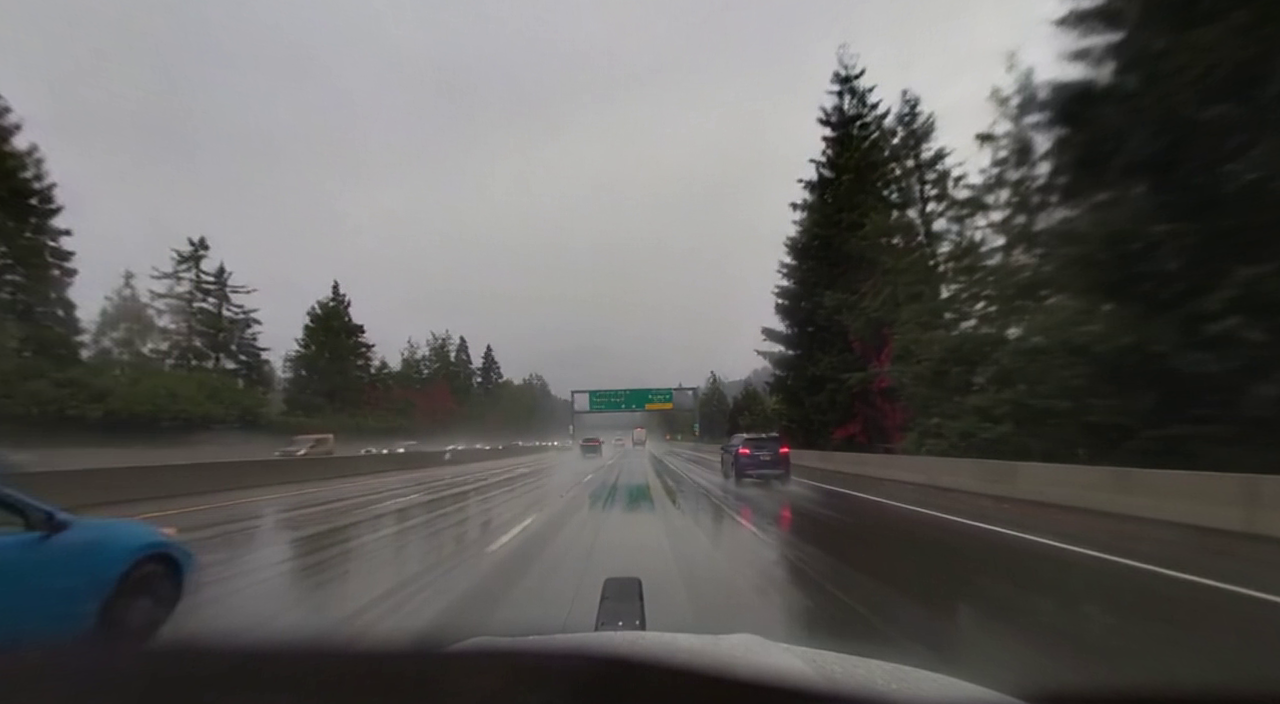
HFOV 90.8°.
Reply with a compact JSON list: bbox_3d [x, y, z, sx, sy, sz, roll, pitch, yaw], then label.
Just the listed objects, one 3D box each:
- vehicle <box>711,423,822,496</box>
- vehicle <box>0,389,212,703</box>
[{"bbox_3d":[3.243,2.860,17.093,2.053,1.714,4.097,0,-9,-1],"label":"vehicle"},{"bbox_3d":[-4.005,0.797,1.799,2.118,1.573,4.940,0,-9,0],"label":"vehicle"}]
